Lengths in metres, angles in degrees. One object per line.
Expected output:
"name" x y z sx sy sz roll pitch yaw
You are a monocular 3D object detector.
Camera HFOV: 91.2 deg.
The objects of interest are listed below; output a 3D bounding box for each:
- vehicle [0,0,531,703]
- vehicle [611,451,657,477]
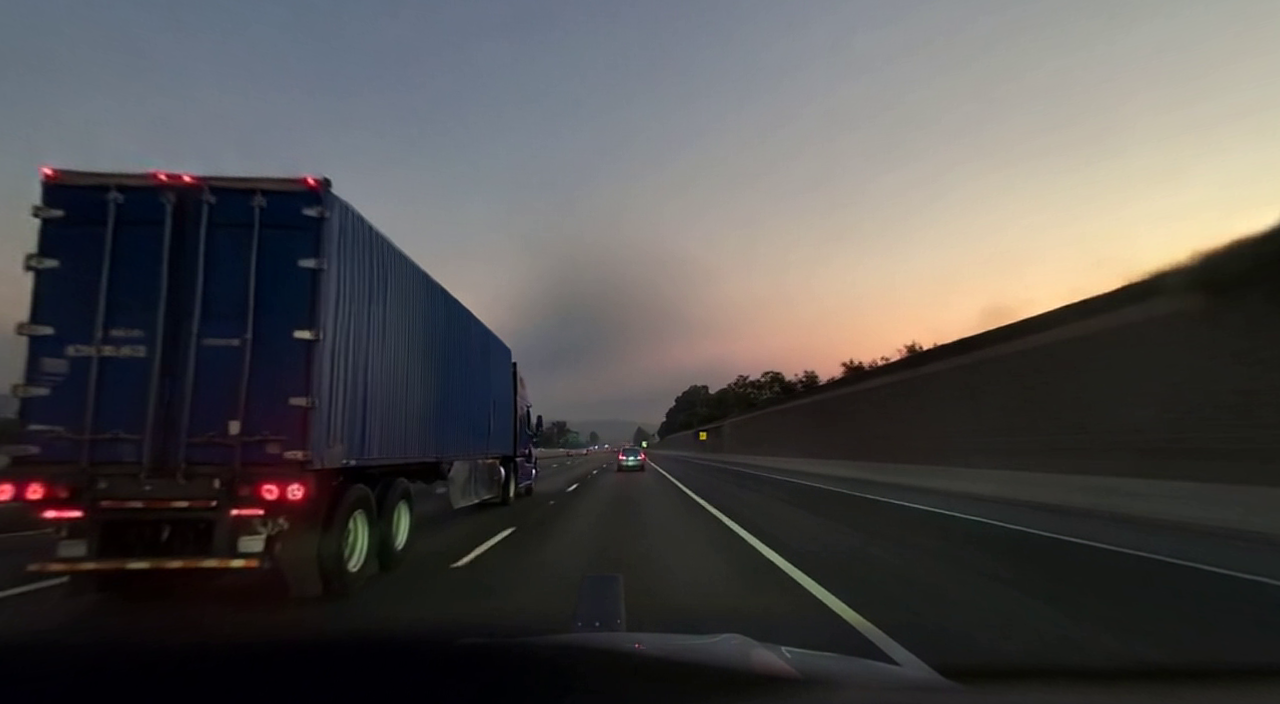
"vehicle" -3.971 0.567 7.697 2.914 4.039 14.493 0 -9 -1
"vehicle" -0.311 6.256 35.385 2.398 1.336 5.698 0 -9 0
